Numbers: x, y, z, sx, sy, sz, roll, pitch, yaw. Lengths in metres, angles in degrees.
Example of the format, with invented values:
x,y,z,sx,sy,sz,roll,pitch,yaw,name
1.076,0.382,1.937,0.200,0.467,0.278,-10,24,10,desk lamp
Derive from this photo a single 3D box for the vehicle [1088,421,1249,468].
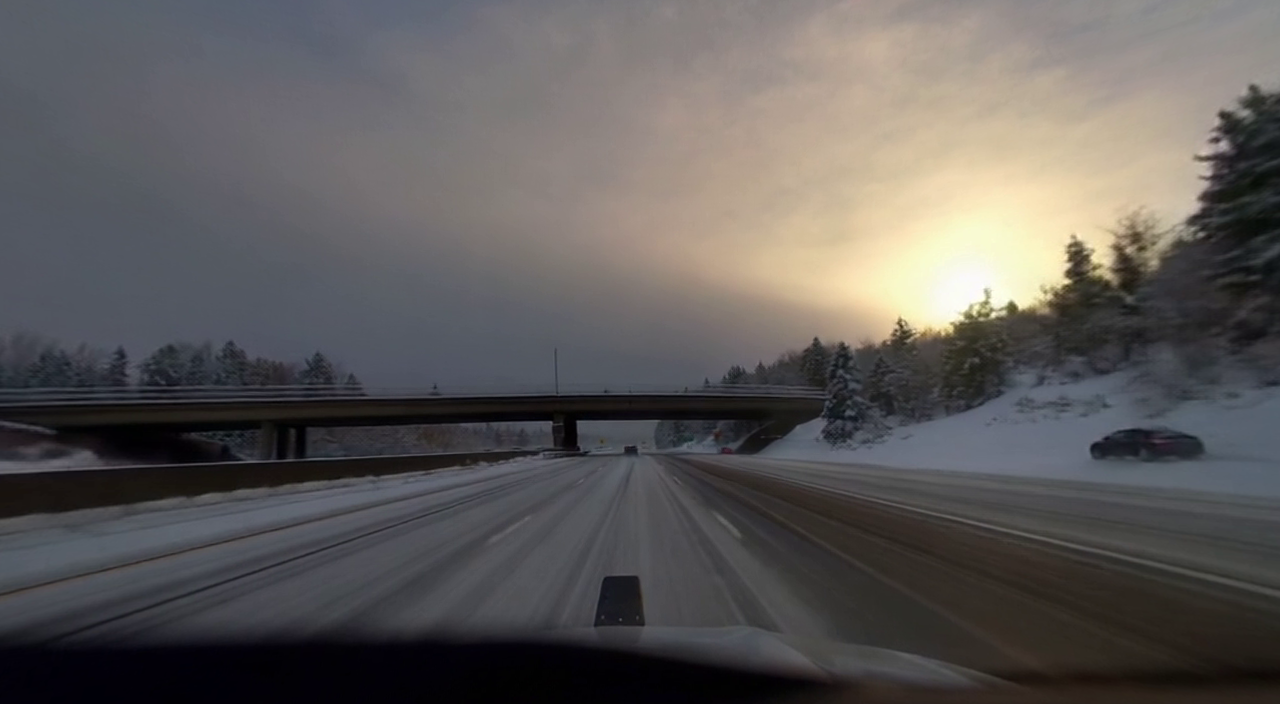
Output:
x,y,z,sx,sy,sz,roll,pitch,yaw,name
18.886,3.358,22.916,1.916,1.508,4.485,0,-9,0,vehicle

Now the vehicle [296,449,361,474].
x,y,z,sx,sy,sz,roll,pitch,yaw,name
-19.769,6.957,40.324,2.036,1.510,4.298,0,-9,-1,vehicle
